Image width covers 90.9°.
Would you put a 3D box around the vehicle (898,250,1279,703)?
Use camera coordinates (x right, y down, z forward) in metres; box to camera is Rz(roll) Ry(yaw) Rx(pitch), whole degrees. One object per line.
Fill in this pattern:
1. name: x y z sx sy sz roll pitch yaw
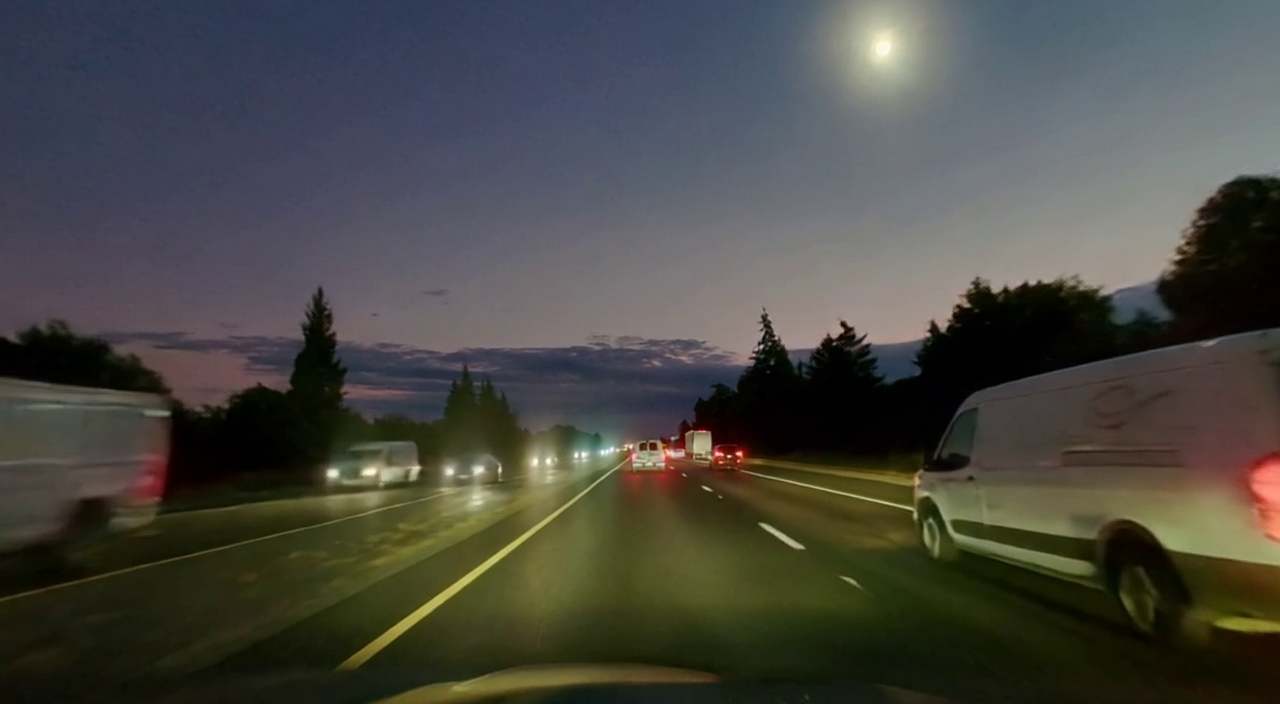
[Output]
1. vehicle: 4.171 0.948 4.891 2.232 2.290 4.720 0 -9 -1

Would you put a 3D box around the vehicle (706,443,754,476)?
1. vehicle: 4.572 5.509 32.463 1.868 1.566 3.509 0 -9 -2

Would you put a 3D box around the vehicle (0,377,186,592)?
1. vehicle: -8.680 1.593 7.603 2.171 2.512 5.597 0 -9 0

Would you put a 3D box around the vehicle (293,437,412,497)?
1. vehicle: -12.937 5.186 29.048 2.393 2.423 6.696 0 -9 -1

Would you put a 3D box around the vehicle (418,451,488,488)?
1. vehicle: -8.530 5.363 29.146 1.994 1.555 4.076 0 -9 0

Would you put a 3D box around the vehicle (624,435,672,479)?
1. vehicle: 0.372 5.027 30.299 2.143 1.925 4.101 0 -9 0
